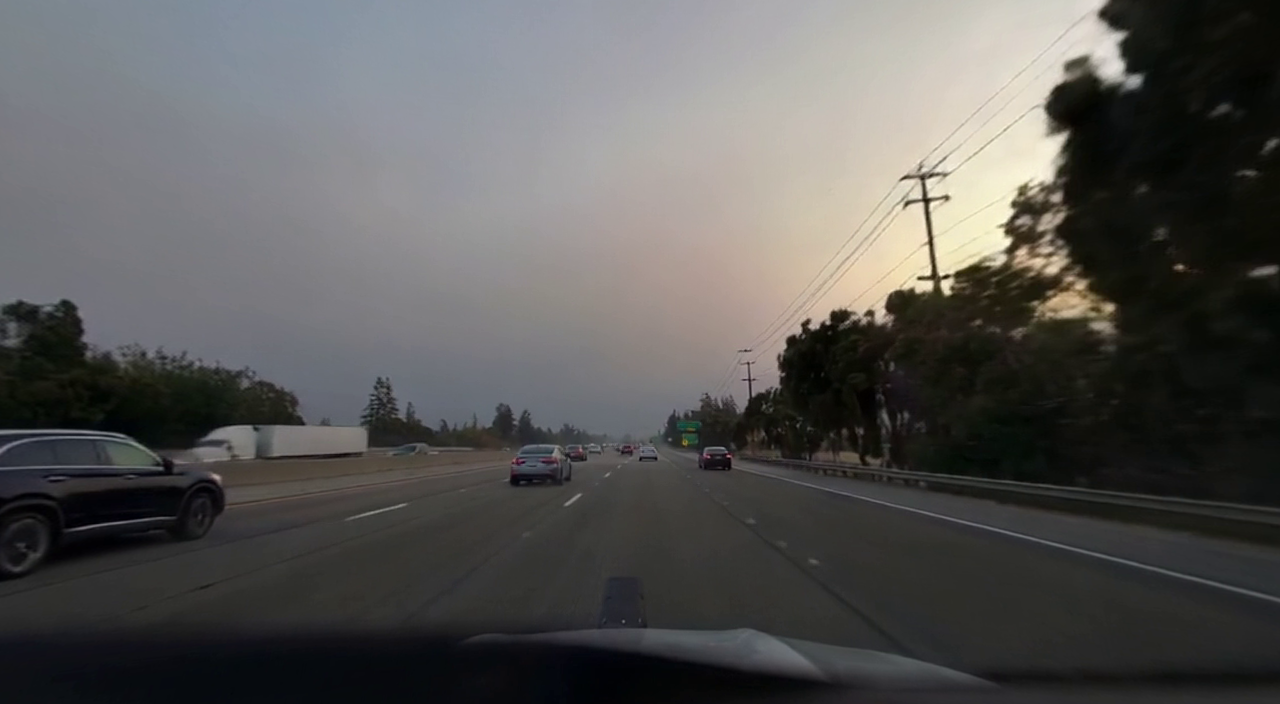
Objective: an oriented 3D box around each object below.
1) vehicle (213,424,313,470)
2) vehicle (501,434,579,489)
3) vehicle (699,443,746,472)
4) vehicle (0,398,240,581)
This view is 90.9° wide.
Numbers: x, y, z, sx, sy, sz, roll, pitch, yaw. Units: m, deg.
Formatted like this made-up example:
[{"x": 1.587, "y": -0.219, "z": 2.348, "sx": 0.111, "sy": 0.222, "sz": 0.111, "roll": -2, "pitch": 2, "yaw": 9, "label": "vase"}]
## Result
[{"x": -28.878, "y": 7.332, "z": 48.768, "sx": 2.936, "sy": 3.272, "sz": 7.365, "roll": 0, "pitch": -8, "yaw": 1, "label": "vehicle"}, {"x": -3.340, "y": 3.757, "z": 21.906, "sx": 1.961, "sy": 1.704, "sz": 4.052, "roll": 0, "pitch": -8, "yaw": 1, "label": "vehicle"}, {"x": 4.523, "y": 5.858, "z": 35.203, "sx": 1.964, "sy": 1.479, "sz": 4.252, "roll": 0, "pitch": -8, "yaw": -1, "label": "vehicle"}, {"x": -7.433, "y": 1.538, "z": 7.415, "sx": 2.162, "sy": 1.805, "sz": 4.853, "roll": 0, "pitch": -8, "yaw": 1, "label": "vehicle"}]
